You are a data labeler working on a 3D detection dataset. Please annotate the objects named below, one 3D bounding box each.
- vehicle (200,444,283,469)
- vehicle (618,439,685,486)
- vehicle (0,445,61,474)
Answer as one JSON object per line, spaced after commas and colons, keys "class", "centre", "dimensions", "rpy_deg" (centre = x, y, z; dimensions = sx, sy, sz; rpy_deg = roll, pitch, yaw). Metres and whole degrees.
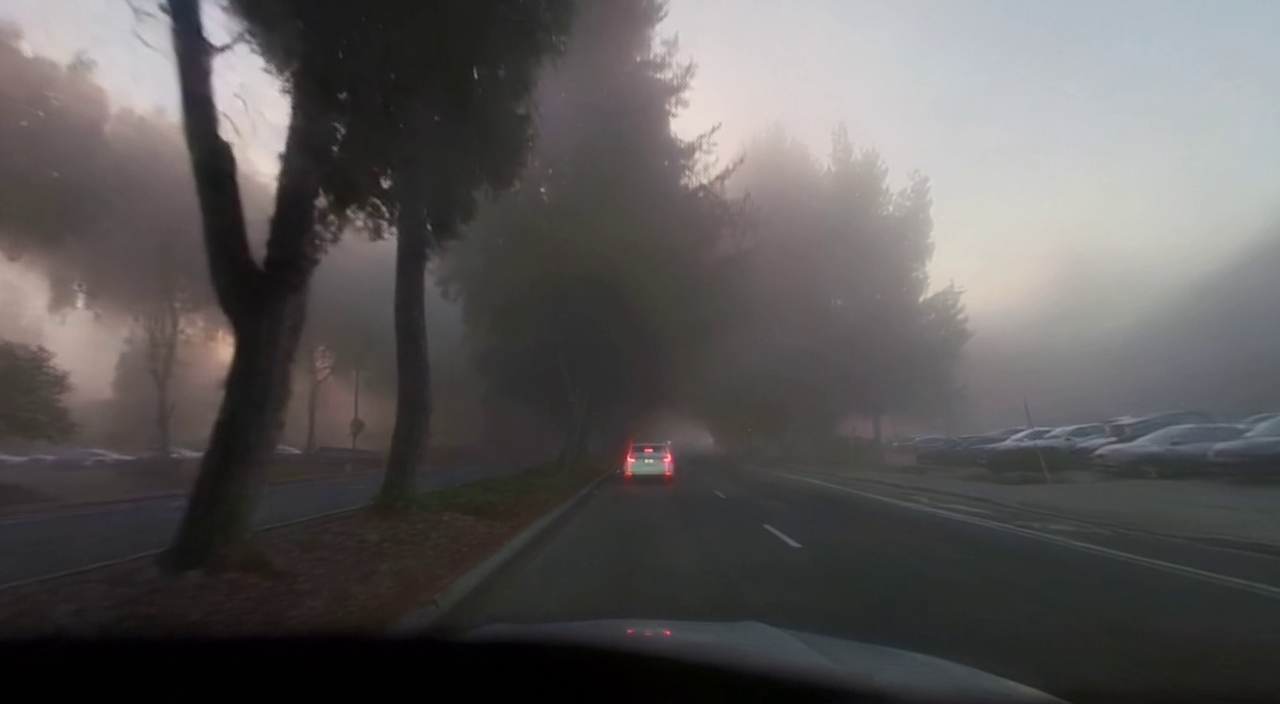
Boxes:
{"class": "vehicle", "centre": [-30.079, 7.891, 47.710], "dimensions": [4.764, 1.786, 2.091], "rpy_deg": [0, -8, 0]}
{"class": "vehicle", "centre": [0.330, 3.763, 21.833], "dimensions": [2.093, 1.442, 3.977], "rpy_deg": [0, -8, -1]}
{"class": "vehicle", "centre": [-42.454, 7.241, 42.585], "dimensions": [4.467, 1.834, 2.087], "rpy_deg": [0, -8, -1]}
